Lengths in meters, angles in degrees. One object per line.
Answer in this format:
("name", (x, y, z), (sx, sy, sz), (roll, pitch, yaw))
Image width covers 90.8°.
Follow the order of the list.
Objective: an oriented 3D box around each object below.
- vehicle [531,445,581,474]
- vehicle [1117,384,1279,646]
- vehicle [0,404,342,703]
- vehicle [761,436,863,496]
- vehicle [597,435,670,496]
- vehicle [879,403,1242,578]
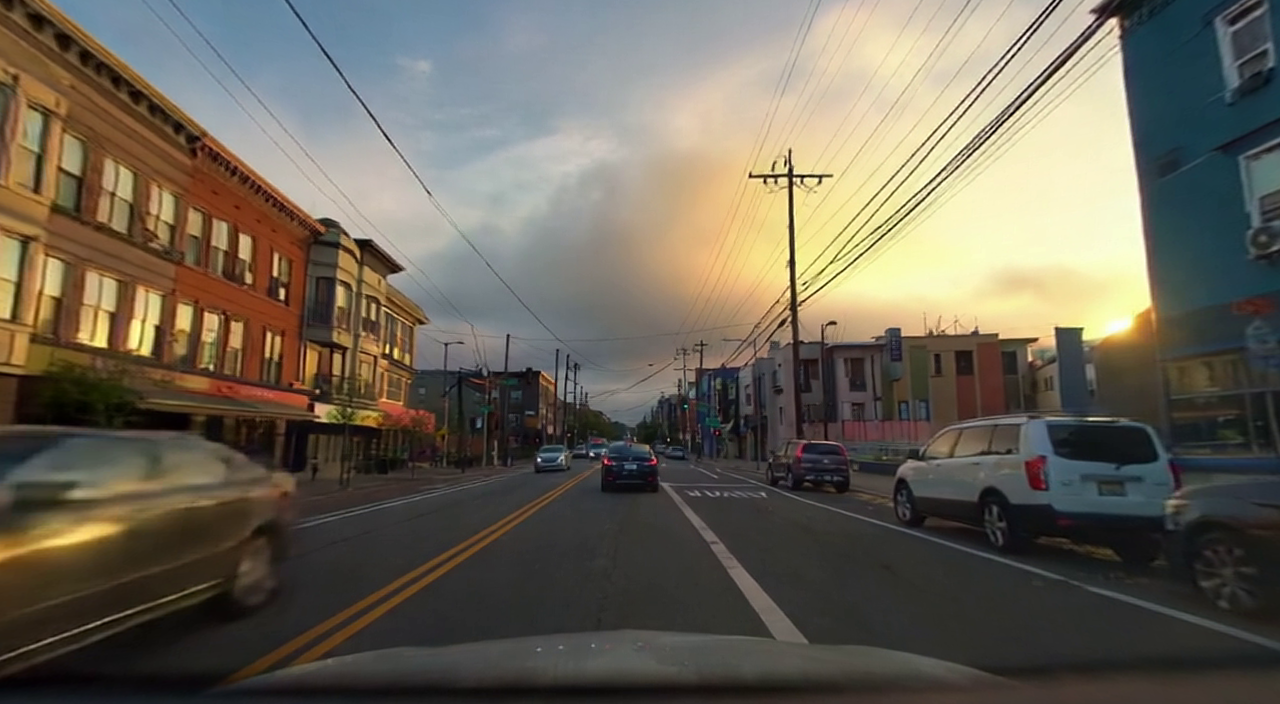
("vehicle", (-4.514, 5.834, 34.602), (2.181, 1.500, 4.319), (0, -8, 0))
("vehicle", (6.194, 1.083, 3.609), (2.203, 2.052, 5.975), (0, -8, -1))
("vehicle", (-3.874, 1.172, 3.958), (1.968, 1.524, 4.304), (0, -8, -1))
("vehicle", (6.190, 4.164, 23.584), (2.197, 1.917, 5.637), (0, -8, -1))
("vehicle", (-0.181, 3.358, 19.002), (1.980, 1.635, 3.795), (0, -8, 0))
("vehicle", (6.148, 2.088, 10.482), (2.208, 2.106, 5.496), (0, -9, 0))
